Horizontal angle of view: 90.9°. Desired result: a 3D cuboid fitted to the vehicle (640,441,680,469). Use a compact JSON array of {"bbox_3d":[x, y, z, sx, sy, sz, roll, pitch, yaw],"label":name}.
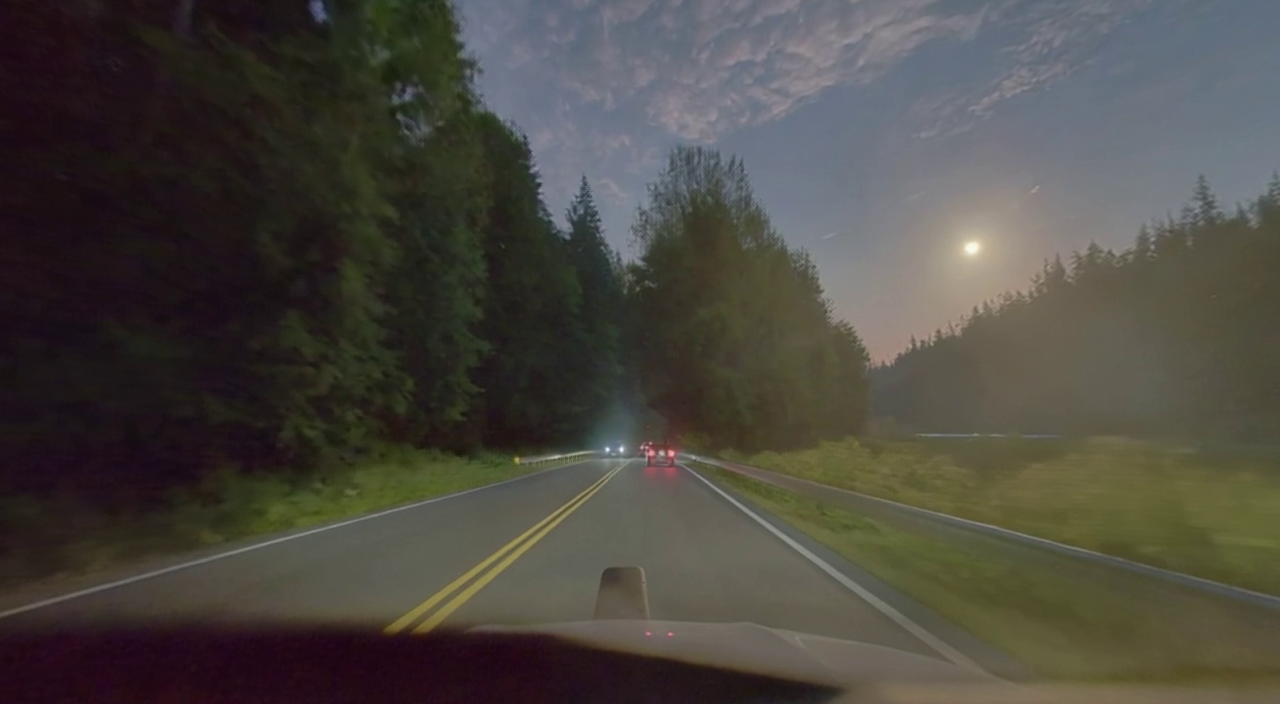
[{"bbox_3d":[1.088,5.881,36.159,2.120,1.491,4.349,0,-8,0],"label":"vehicle"}]
